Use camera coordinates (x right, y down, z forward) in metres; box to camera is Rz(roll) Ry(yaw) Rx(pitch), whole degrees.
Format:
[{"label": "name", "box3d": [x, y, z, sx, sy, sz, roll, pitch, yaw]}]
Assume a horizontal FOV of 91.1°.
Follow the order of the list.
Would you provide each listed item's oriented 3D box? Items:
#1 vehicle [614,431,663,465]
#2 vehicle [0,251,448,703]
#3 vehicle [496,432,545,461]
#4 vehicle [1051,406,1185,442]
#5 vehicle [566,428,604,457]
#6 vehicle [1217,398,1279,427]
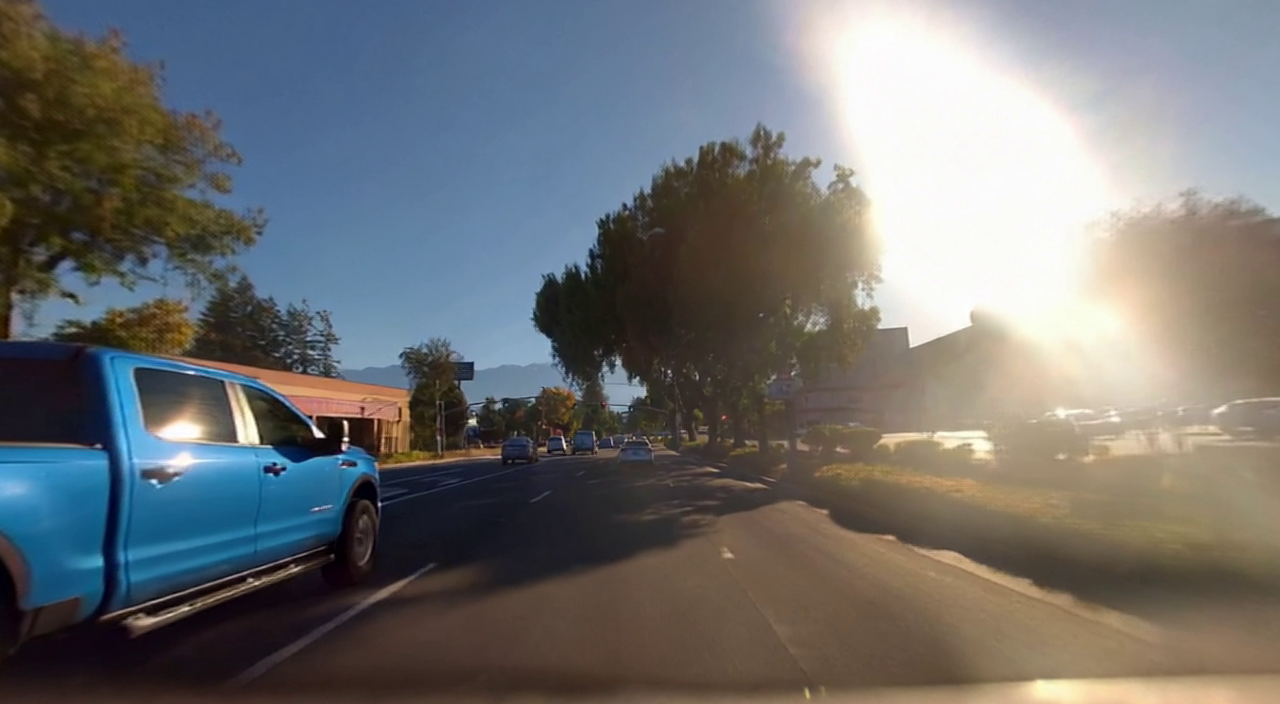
[{"label": "vehicle", "box3d": [-0.086, 4.673, 30.611, 2.191, 1.530, 4.470, 0, -8, -1]}, {"label": "vehicle", "box3d": [-3.581, 0.863, 3.618, 2.552, 2.079, 6.810, 0, -8, 2]}, {"label": "vehicle", "box3d": [-7.947, 6.340, 42.185, 2.146, 1.788, 5.153, 0, -8, 1]}, {"label": "vehicle", "box3d": [22.770, 3.513, 30.178, 4.767, 1.443, 1.978, -6, -10, 29]}, {"label": "vehicle", "box3d": [-3.875, 6.503, 45.099, 2.243, 1.976, 4.514, 0, -8, 1]}, {"label": "vehicle", "box3d": [39.697, 3.973, 40.541, 4.665, 1.645, 2.163, 5, -10, -30]}]
